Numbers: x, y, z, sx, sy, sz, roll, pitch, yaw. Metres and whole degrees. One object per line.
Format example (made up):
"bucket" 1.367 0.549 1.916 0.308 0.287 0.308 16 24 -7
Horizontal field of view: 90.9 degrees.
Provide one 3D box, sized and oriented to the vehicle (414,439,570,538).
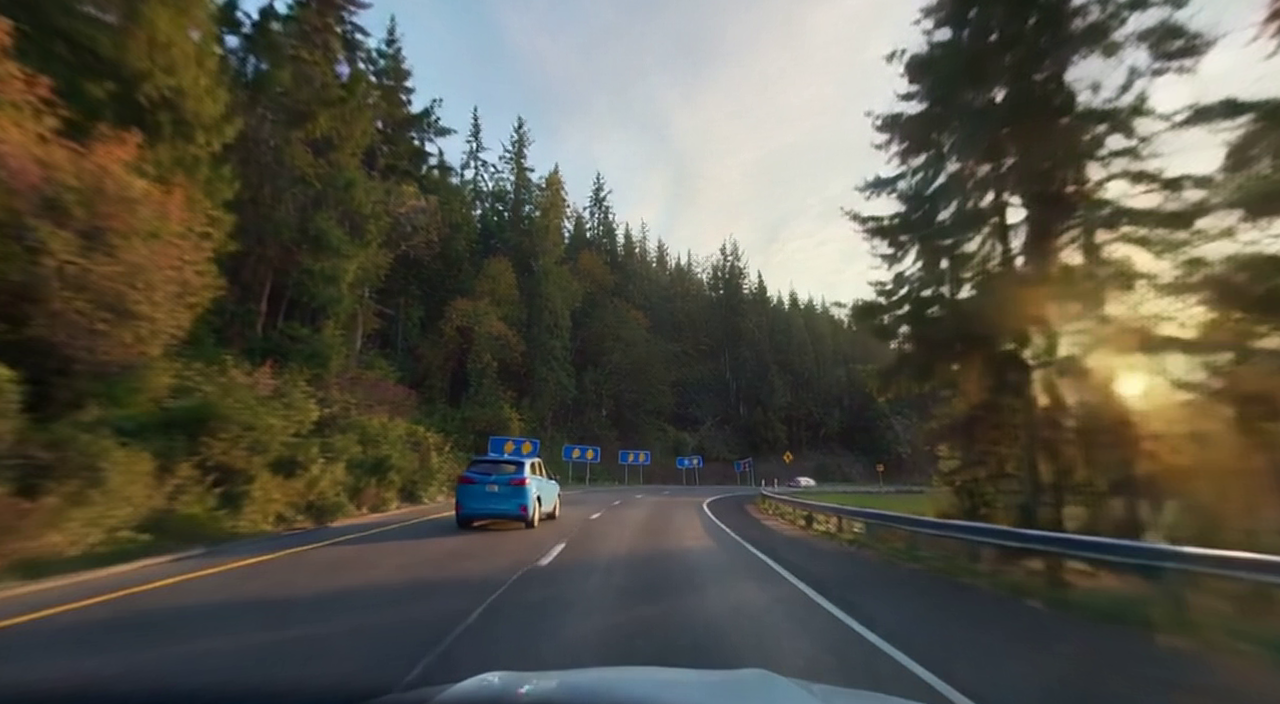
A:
"vehicle" -2.851 2.814 13.334 1.997 1.692 4.422 0 -11 3
